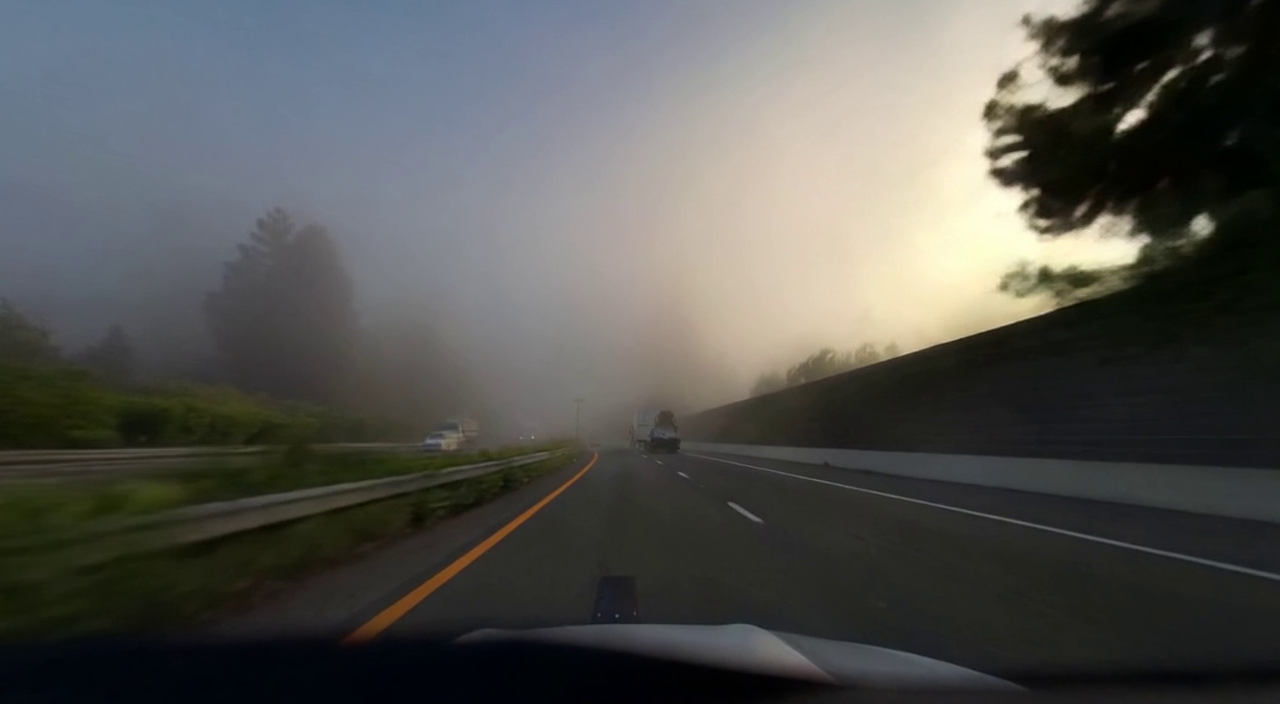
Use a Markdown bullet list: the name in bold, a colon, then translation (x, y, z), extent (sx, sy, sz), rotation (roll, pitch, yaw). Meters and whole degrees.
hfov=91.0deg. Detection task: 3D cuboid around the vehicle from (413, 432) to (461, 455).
- **vehicle**: translation (-14.064, 6.368, 43.950), extent (2.027, 1.507, 4.580), rotation (0, -8, -3)
